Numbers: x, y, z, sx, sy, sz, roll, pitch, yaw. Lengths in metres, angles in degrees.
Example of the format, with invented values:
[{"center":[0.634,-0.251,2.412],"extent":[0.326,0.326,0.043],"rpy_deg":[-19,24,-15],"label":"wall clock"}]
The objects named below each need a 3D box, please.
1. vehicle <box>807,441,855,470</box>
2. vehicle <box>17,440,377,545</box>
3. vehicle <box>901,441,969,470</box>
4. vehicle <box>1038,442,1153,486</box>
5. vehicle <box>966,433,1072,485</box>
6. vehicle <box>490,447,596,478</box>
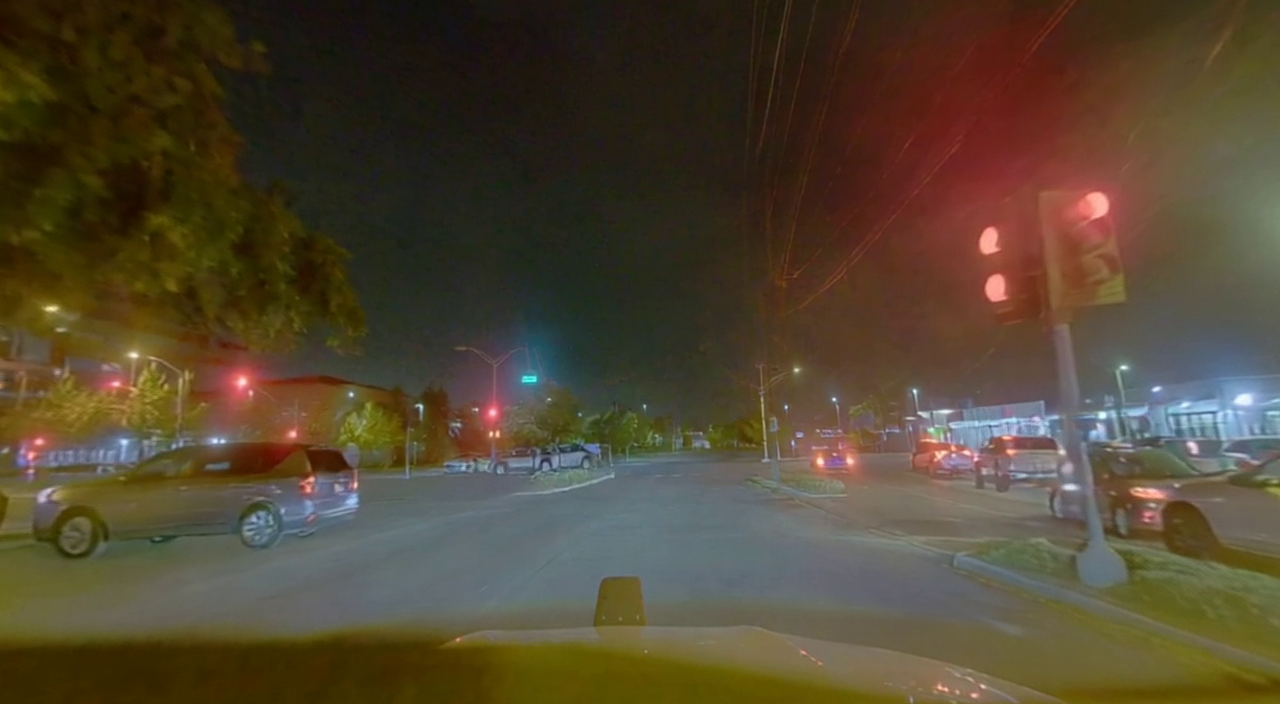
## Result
[{"center":[10.864,5.887,36.278],"extent":[2.061,1.519,4.794],"rpy_deg":[-2,-8,10],"label":"vehicle"},{"center":[-6.794,2.158,10.048],"extent":[4.376,1.476,1.791],"rpy_deg":[0,-8,2],"label":"vehicle"},{"center":[15.975,5.611,34.471],"extent":[1.951,1.491,4.359],"rpy_deg":[-1,-8,6],"label":"vehicle"},{"center":[15.834,3.889,22.235],"extent":[1.936,1.391,3.874],"rpy_deg":[-2,-9,15],"label":"vehicle"},{"center":[13.444,3.803,22.736],"extent":[1.921,1.657,4.400],"rpy_deg":[-2,-9,13],"label":"vehicle"},{"center":[-4.832,5.500,31.723],"extent":[4.792,1.468,2.116],"rpy_deg":[-2,-9,13],"label":"vehicle"}]
